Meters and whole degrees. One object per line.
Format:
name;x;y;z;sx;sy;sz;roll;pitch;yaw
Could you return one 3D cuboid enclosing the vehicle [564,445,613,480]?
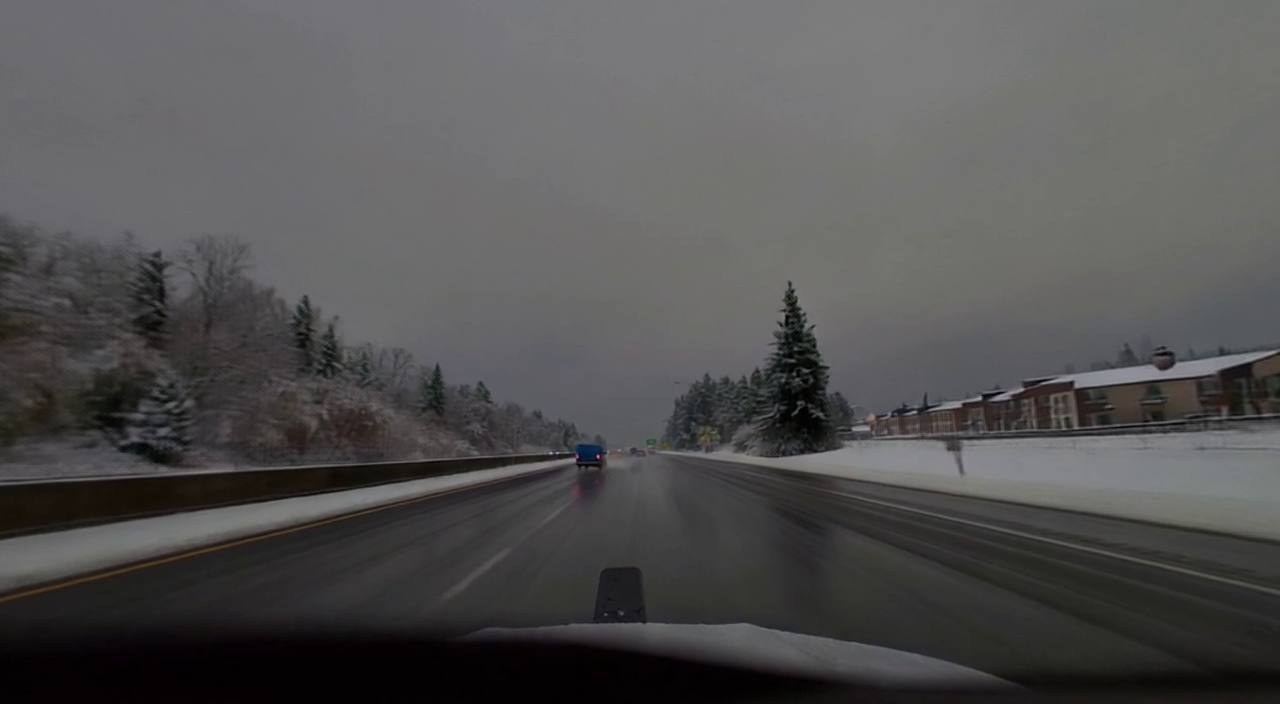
vehicle;-2.454;5.402;31.014;1.965;1.556;3.971;-1;-9;2
